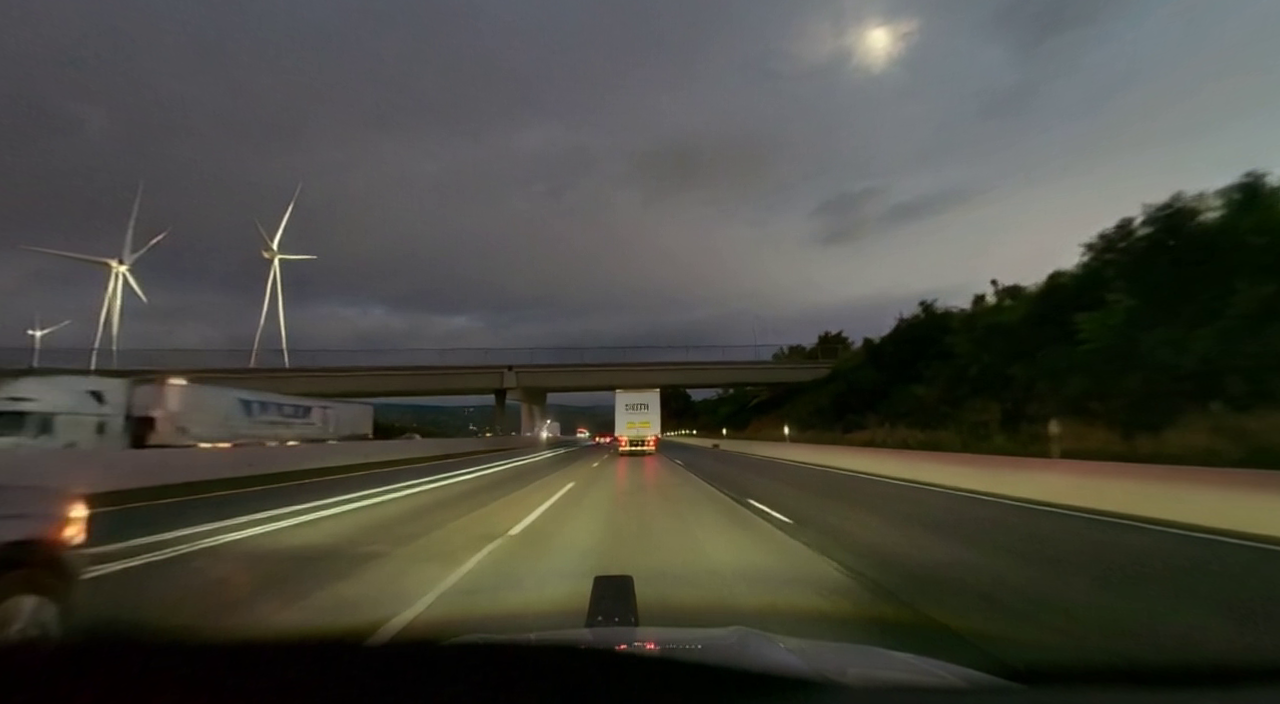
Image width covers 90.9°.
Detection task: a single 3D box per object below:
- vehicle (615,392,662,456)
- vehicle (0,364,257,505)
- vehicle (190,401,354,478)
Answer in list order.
[{"bbox_3d":[-0.242,5.391,45.787,2.906,3.990,12.551,0,-8,-1],"label":"vehicle"},{"bbox_3d":[-16.586,2.623,20.048,2.928,3.408,9.523,0,-8,-1],"label":"vehicle"},{"bbox_3d":[-16.770,4.088,29.658,2.855,3.104,8.039,0,-8,0],"label":"vehicle"}]
